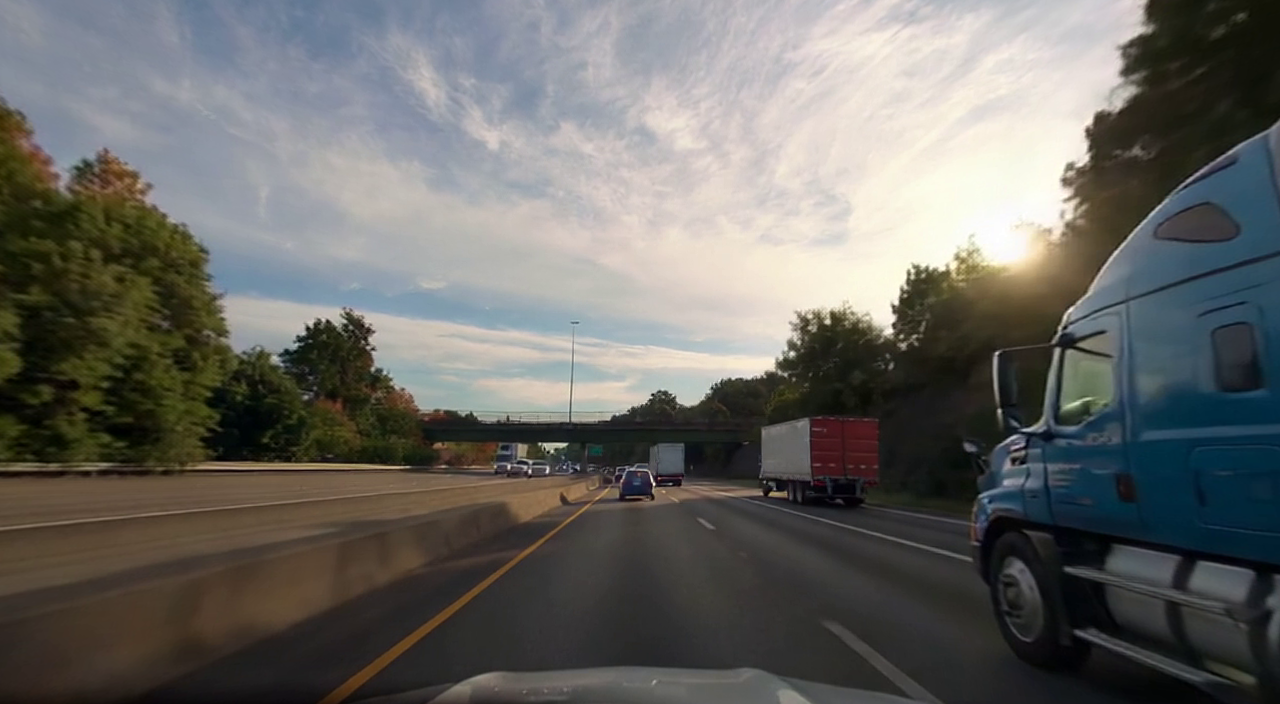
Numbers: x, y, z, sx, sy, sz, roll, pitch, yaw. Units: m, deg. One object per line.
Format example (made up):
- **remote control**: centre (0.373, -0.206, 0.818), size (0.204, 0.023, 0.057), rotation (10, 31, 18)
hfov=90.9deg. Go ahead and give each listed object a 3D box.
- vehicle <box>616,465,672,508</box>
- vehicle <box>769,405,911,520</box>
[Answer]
- **vehicle**: centre (0.154, 5.369, 25.402), size (2.067, 1.552, 3.601), rotation (1, -11, 0)
- **vehicle**: centre (7.356, 4.330, 24.638), size (2.839, 3.684, 8.091), rotation (1, -11, 0)
